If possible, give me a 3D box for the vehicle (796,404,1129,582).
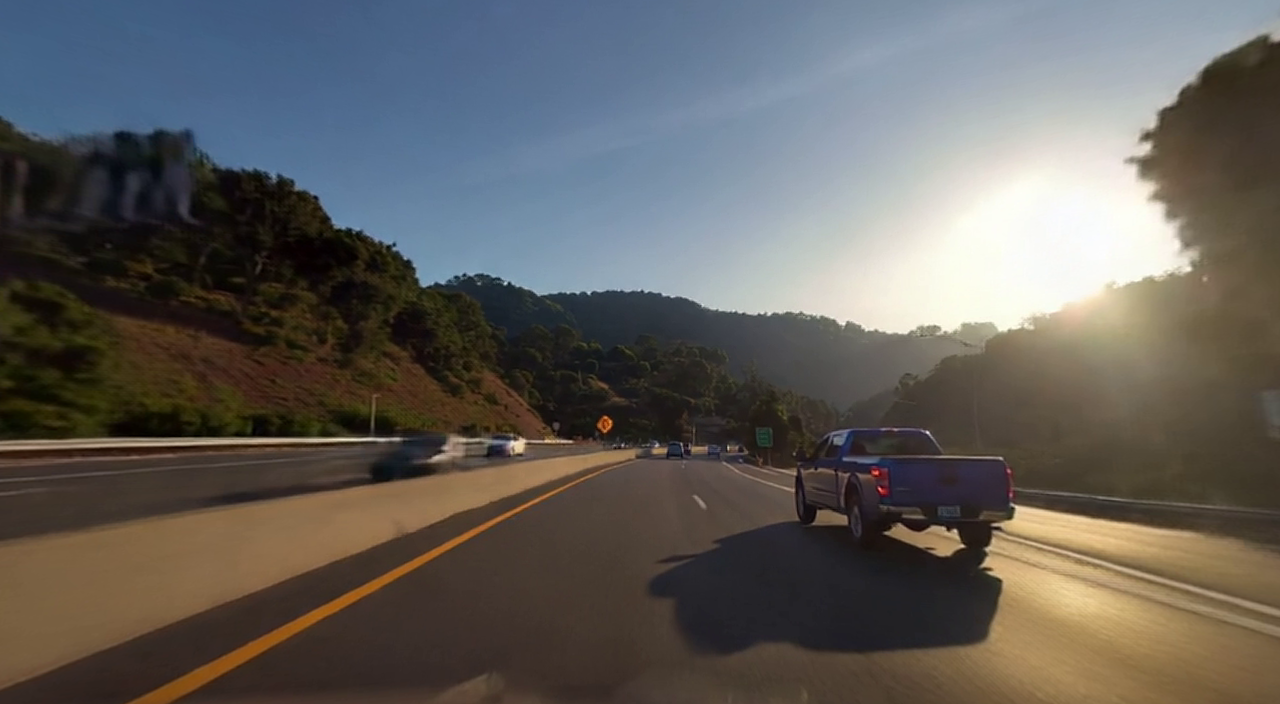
[{"bbox_3d":[3.809,1.775,8.738,2.151,1.744,4.709,0,-9,1],"label":"vehicle"}]

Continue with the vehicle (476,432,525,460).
[{"bbox_3d":[-9.224,6.292,42.181,2.011,1.723,4.375,0,-9,3],"label":"vehicle"}]

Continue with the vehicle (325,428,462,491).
[{"bbox_3d":[-6.750,3.011,17.959,1.990,1.533,4.572,0,-9,1],"label":"vehicle"}]

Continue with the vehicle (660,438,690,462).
[{"bbox_3d":[2.779,7.703,49.669,2.186,1.782,4.100,0,-9,4],"label":"vehicle"}]
